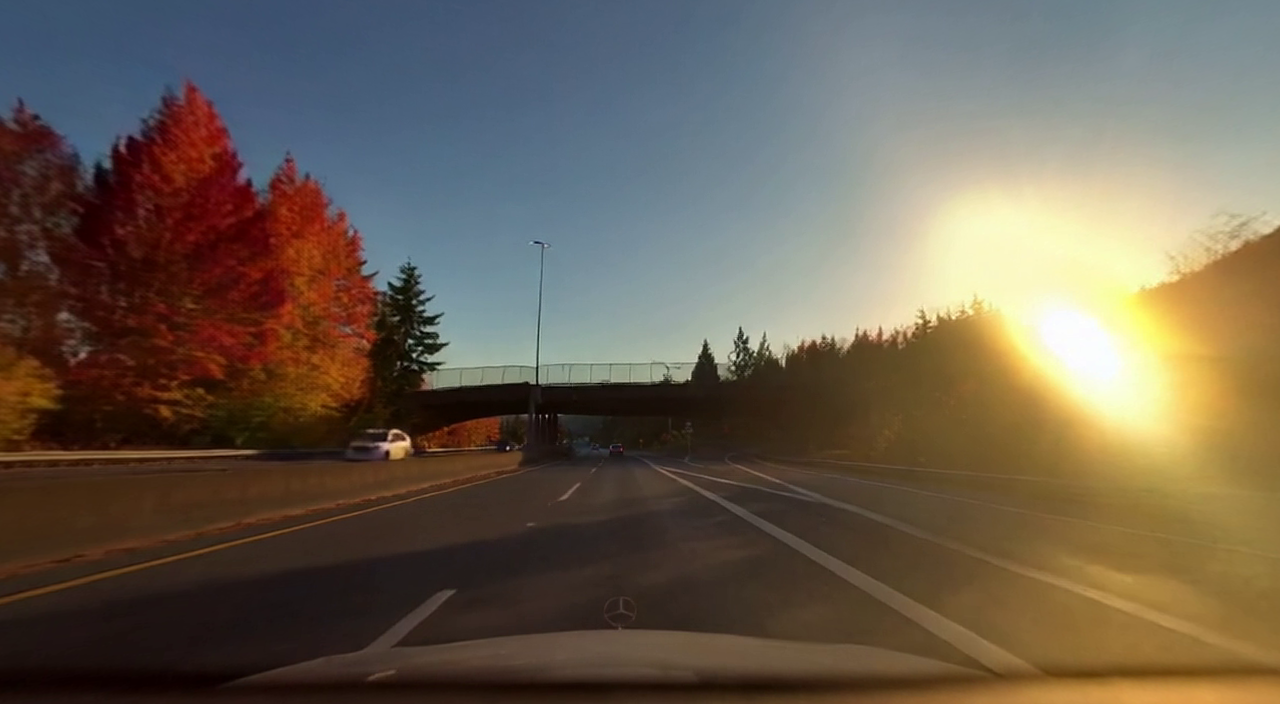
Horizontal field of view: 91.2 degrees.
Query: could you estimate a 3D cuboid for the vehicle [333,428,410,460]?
[{"bbox_3d":[-14.040,4.868,33.061,1.983,1.549,4.681,0,-9,0],"label":"vehicle"}]
